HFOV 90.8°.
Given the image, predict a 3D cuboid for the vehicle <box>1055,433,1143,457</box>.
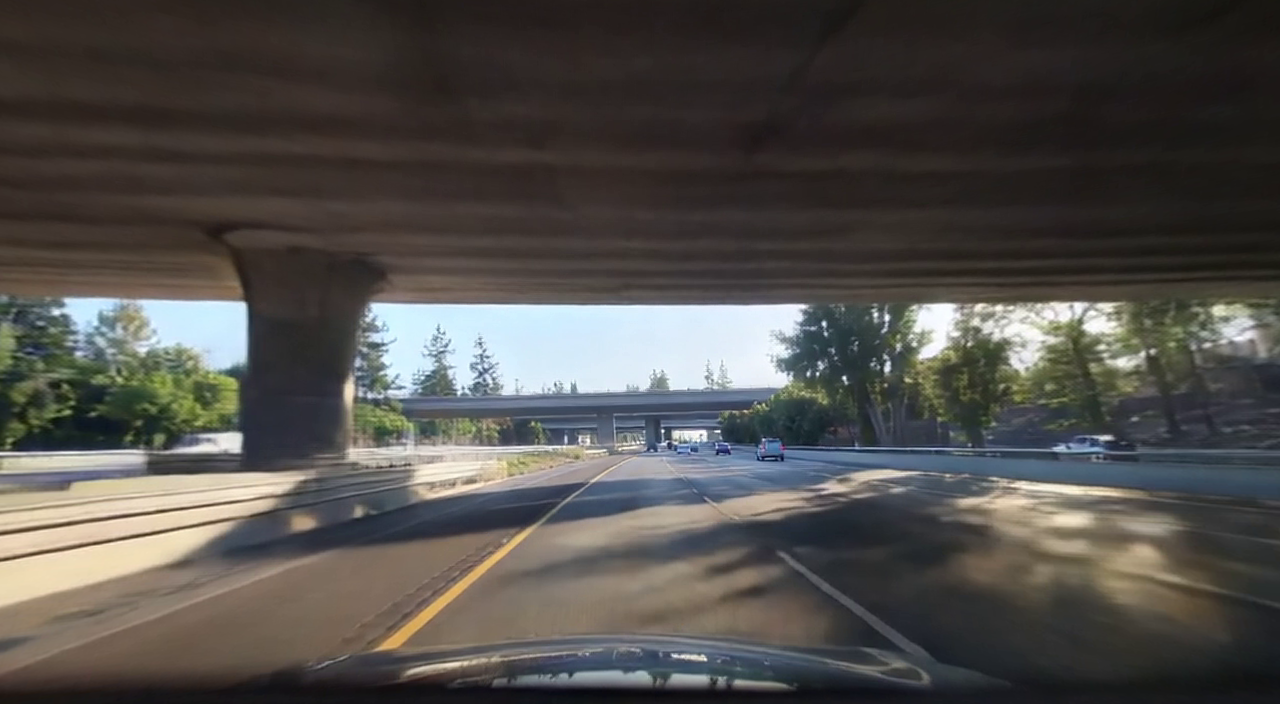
[{"bbox_3d":[29.607,6.042,40.969,1.967,1.491,4.970,0,-9,0],"label":"vehicle"}]
